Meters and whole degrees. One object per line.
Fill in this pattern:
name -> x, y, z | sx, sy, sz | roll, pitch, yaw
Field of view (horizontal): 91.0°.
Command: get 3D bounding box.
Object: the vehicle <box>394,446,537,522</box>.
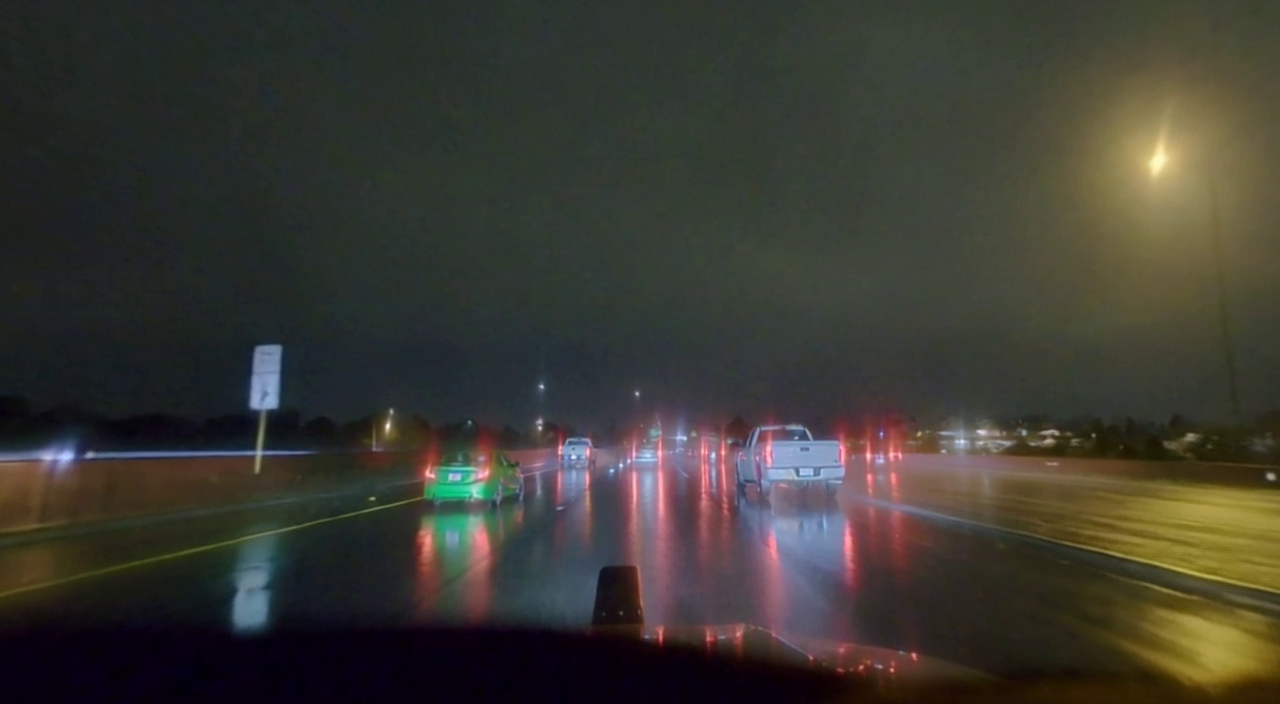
vehicle -> -3.681, 2.842, 14.179 | 1.947, 1.424, 4.264 | 0, -9, 1

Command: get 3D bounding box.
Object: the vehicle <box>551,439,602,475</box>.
vehicle -> -3.346, 5.708, 34.382 | 2.176, 1.783, 4.799 | 0, -9, 1

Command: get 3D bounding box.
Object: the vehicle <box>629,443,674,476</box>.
vehicle -> 0.582, 5.452, 32.254 | 2.147, 1.572, 4.094 | 0, -9, 0

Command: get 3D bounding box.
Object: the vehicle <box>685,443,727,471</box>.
vehicle -> 4.204, 6.762, 40.750 | 2.145, 1.636, 4.437 | 0, -9, -1

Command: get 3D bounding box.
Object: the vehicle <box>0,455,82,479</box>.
vehicle -> -42.360, 8.046, 44.415 | 1.825, 1.533, 4.428 | 0, -9, 0

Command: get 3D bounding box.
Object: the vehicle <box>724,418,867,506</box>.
vehicle -> 3.832, 2.861, 16.820 | 2.340, 1.925, 5.529 | 0, -9, -1
